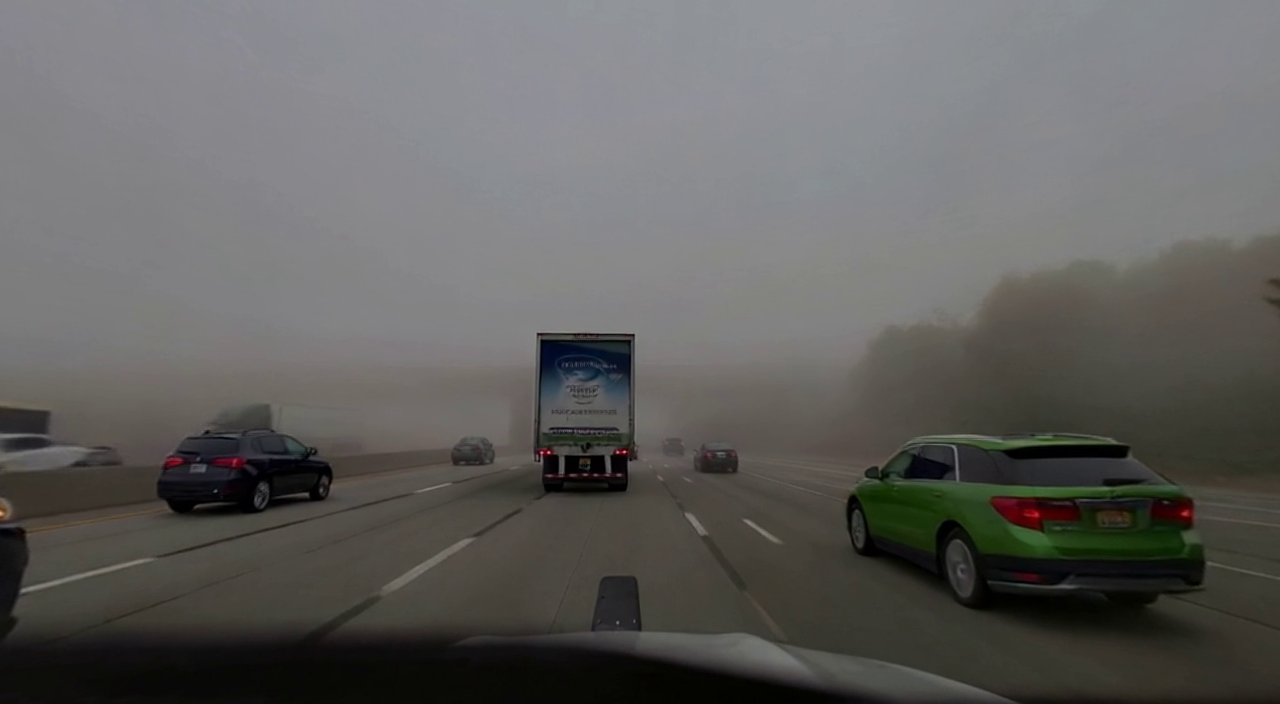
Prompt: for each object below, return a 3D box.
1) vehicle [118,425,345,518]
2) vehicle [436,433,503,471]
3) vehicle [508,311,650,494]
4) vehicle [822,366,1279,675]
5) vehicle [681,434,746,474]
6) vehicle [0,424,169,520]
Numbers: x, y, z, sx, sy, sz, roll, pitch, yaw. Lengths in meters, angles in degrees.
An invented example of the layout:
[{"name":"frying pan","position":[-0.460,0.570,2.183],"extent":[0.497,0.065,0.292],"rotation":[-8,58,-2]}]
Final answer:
[{"name":"vehicle","position":[-8.456,2.467,13.660],"extent":[2.048,1.652,4.421],"rotation":[0,-8,-2]},{"name":"vehicle","position":[-8.240,4.846,30.807],"extent":[2.057,1.698,4.550],"rotation":[0,-8,0]},{"name":"vehicle","position":[-1.660,1.692,18.051],"extent":[2.911,3.787,9.905],"rotation":[1,-8,-5]},{"name":"vehicle","position":[3.437,1.196,5.666],"extent":[2.118,1.647,4.400],"rotation":[0,-8,-2]},{"name":"vehicle","position":[2.944,4.180,26.185],"extent":[2.003,1.519,4.580],"rotation":[0,-8,-2]},{"name":"vehicle","position":[-16.556,3.233,17.640],"extent":[2.446,2.276,5.514],"rotation":[0,-8,-1]}]
